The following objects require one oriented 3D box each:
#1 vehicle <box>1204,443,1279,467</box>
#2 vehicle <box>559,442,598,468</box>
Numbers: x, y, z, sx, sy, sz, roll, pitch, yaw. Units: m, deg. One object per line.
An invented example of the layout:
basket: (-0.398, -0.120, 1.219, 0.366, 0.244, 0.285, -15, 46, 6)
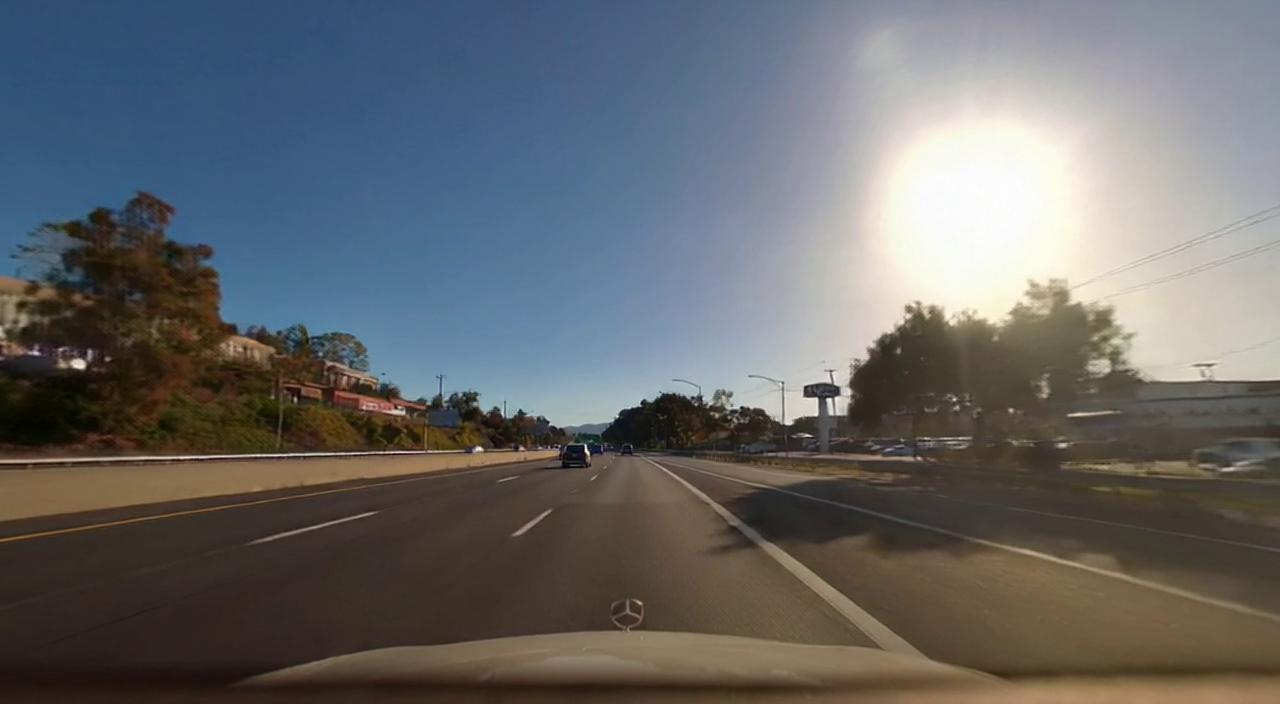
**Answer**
vehicle: (47.122, 7.920, 48.817, 1.922, 1.739, 4.652, 4, -9, -27)
vehicle: (-4.316, 7.344, 45.194, 2.236, 1.736, 5.585, 0, -8, 0)
